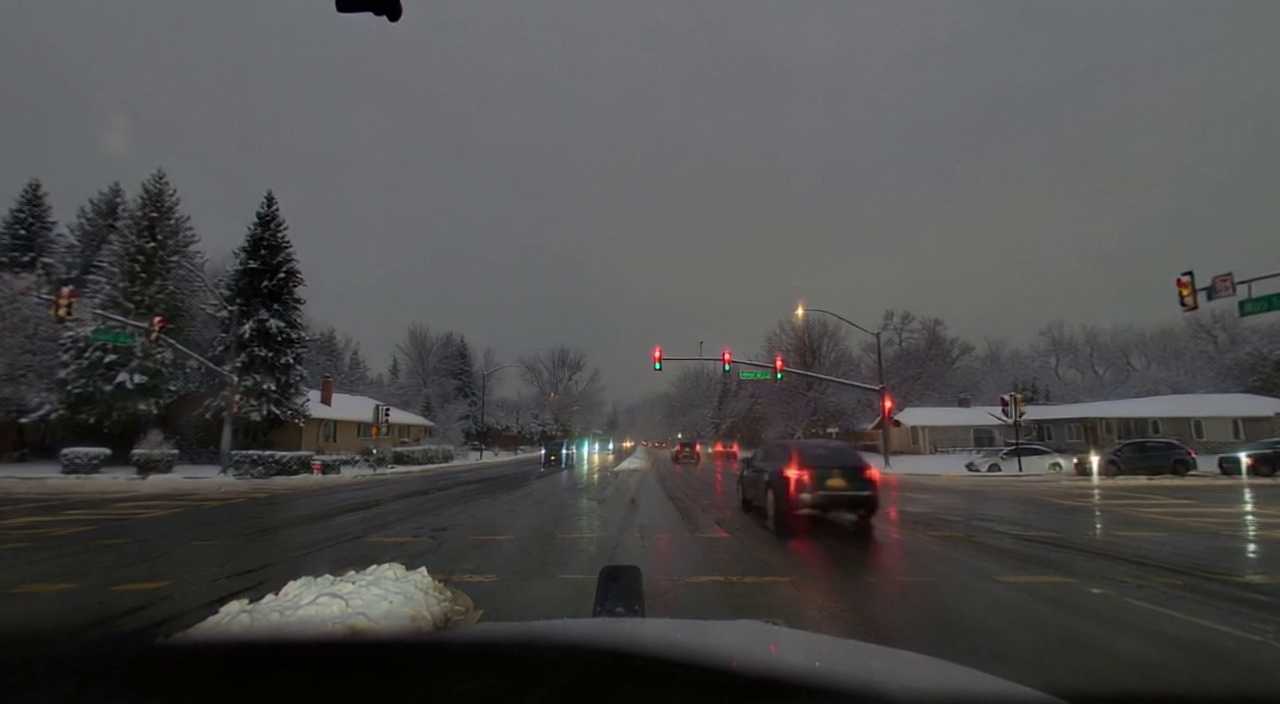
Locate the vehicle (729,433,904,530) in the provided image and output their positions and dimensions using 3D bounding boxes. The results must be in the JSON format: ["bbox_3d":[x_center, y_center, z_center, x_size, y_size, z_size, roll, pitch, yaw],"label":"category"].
[{"bbox_3d":[3.019,2.314,11.925,1.947,1.467,4.455,0,-9,-1],"label":"vehicle"}]

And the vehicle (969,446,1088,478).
[{"bbox_3d":[19.738,5.606,32.240,4.874,1.544,1.779,0,-9,1],"label":"vehicle"}]

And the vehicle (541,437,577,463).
[{"bbox_3d":[-5.566,6.822,43.886,2.025,1.704,4.104,0,-9,0],"label":"vehicle"}]

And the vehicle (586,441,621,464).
[{"bbox_3d":[-2.393,6.714,42.286,2.045,1.484,3.991,0,-9,0],"label":"vehicle"}]

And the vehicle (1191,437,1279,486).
[{"bbox_3d":[23.633,4.041,23.465,4.417,1.725,1.969,0,-9,-1],"label":"vehicle"}]

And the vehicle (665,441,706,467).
[{"bbox_3d":[2.767,6.321,39.432,2.142,1.506,4.948,0,-9,-1],"label":"vehicle"}]

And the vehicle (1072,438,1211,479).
[{"bbox_3d":[23.502,4.989,29.745,4.807,1.835,2.033,0,-9,-1],"label":"vehicle"}]
